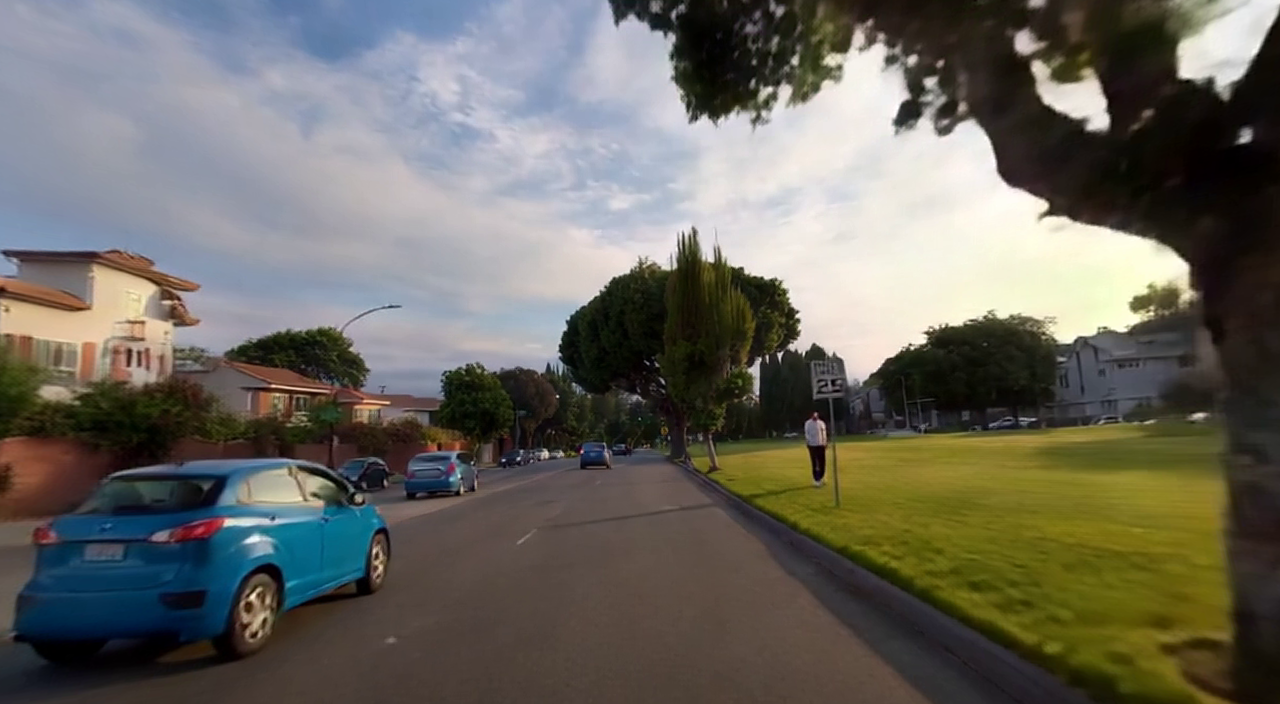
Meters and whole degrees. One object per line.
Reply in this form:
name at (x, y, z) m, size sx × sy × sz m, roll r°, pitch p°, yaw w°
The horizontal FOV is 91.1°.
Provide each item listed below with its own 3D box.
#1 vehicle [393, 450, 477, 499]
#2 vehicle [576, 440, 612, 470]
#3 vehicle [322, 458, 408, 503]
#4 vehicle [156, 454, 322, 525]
vehicle at (-8.950, 5.360, 27.929) m, size 2.019 × 1.907 × 4.697 m, roll 0°, pitch -8°, yaw 1°
vehicle at (-2.921, 6.647, 40.588) m, size 1.908 × 1.809 × 4.230 m, roll -1°, pitch -8°, yaw 1°
vehicle at (-12.172, 5.676, 28.111) m, size 1.910 × 1.462 × 4.581 m, roll -4°, pitch -7°, yaw -2°
vehicle at (-12.110, 4.116, 19.474) m, size 1.904 × 1.728 × 4.997 m, roll 1°, pitch -8°, yaw -1°
